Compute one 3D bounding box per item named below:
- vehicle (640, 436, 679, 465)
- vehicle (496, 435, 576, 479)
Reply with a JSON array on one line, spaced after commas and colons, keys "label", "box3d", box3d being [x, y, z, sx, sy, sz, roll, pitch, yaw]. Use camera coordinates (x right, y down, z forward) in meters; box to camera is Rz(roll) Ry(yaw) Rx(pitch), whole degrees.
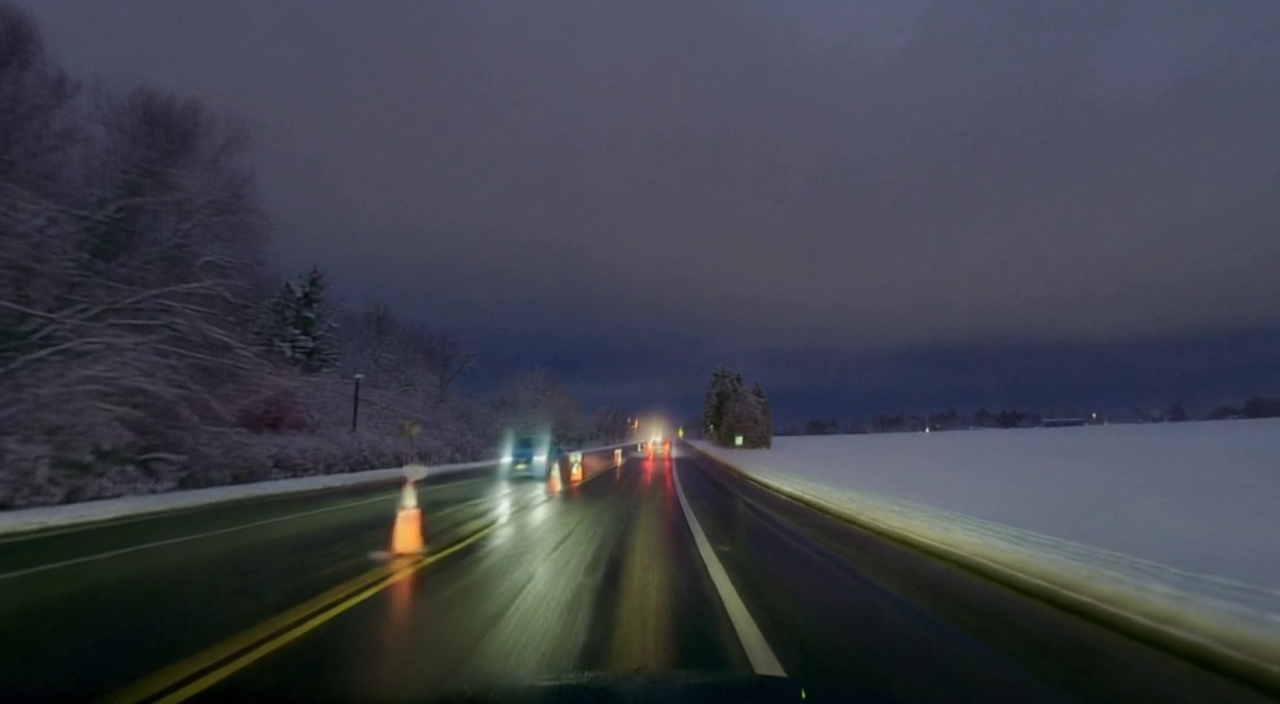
[{"label": "vehicle", "box3d": [1.140, 5.463, 35.020, 2.042, 1.489, 3.963, 0, -8, 3]}, {"label": "vehicle", "box3d": [-3.794, 3.923, 23.792, 2.046, 1.451, 4.342, 0, -8, 4]}]
